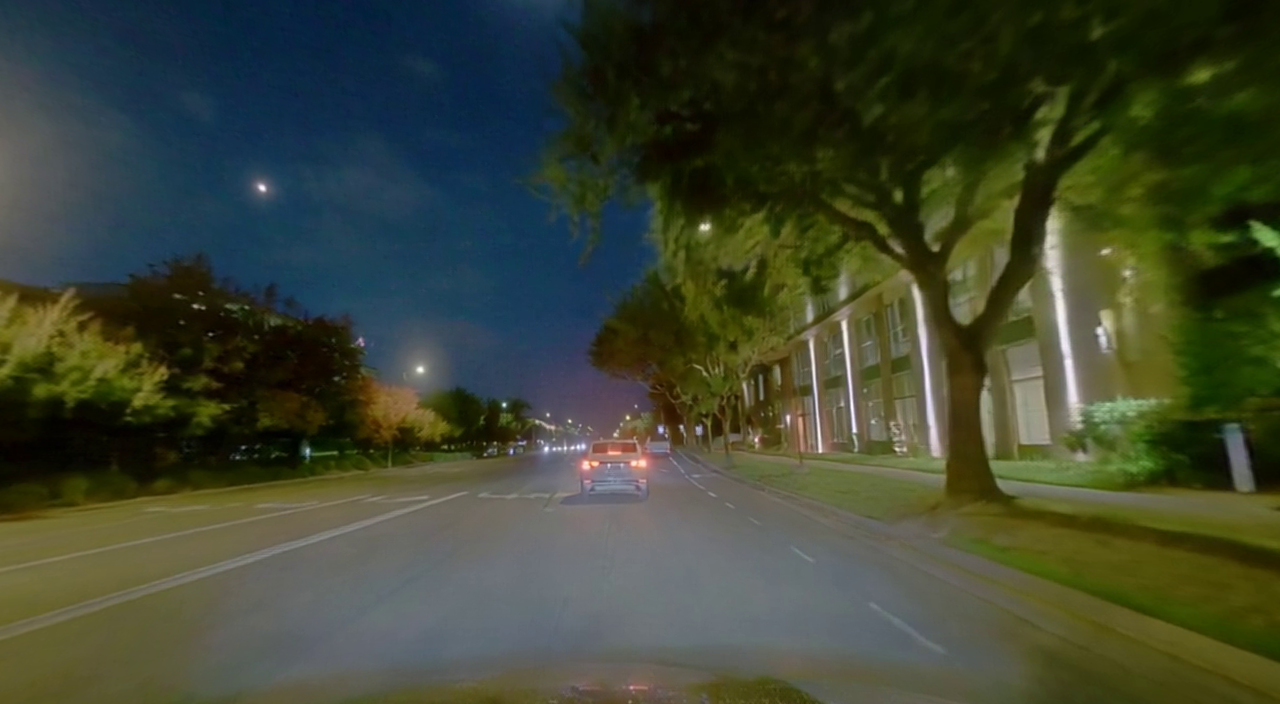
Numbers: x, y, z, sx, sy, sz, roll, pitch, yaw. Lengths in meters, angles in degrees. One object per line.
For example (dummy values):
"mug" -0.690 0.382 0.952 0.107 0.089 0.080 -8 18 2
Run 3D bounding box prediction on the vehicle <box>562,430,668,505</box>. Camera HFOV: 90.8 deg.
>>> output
"vehicle" -0.606 2.651 14.959 2.116 1.479 4.358 0 -8 -3
